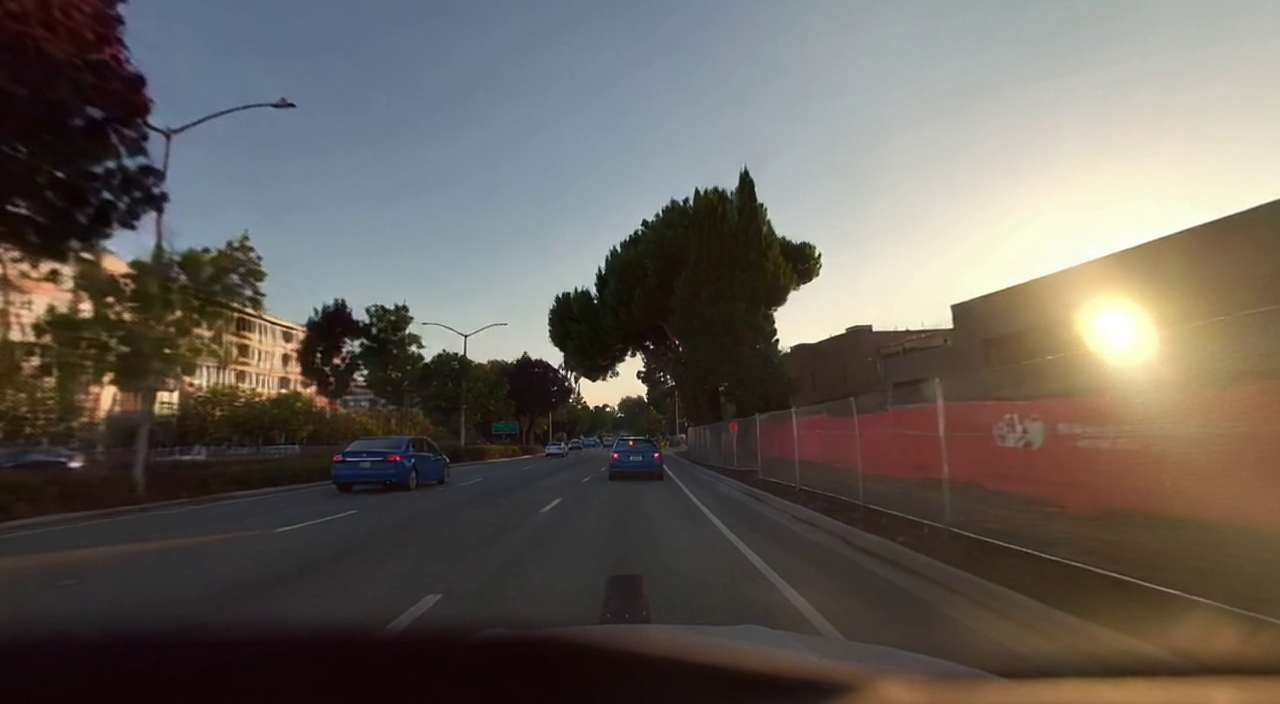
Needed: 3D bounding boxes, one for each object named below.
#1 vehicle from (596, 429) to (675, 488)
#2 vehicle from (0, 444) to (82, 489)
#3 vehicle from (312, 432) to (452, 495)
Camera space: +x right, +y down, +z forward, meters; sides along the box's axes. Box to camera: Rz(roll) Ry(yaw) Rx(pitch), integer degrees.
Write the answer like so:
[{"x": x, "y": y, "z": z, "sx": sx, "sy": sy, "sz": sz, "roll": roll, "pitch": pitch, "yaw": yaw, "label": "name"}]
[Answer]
[{"x": -0.162, "y": 3.314, "z": 19.956, "sx": 2.227, "sy": 1.654, "sz": 4.091, "roll": 0, "pitch": -8, "yaw": -1, "label": "vehicle"}, {"x": -26.237, "y": 4.695, "z": 26.100, "sx": 1.931, "sy": 1.759, "sz": 4.703, "roll": 0, "pitch": -8, "yaw": 0, "label": "vehicle"}, {"x": -6.766, "y": 2.957, "z": 17.153, "sx": 1.877, "sy": 1.479, "sz": 4.430, "roll": 0, "pitch": -8, "yaw": 1, "label": "vehicle"}]
